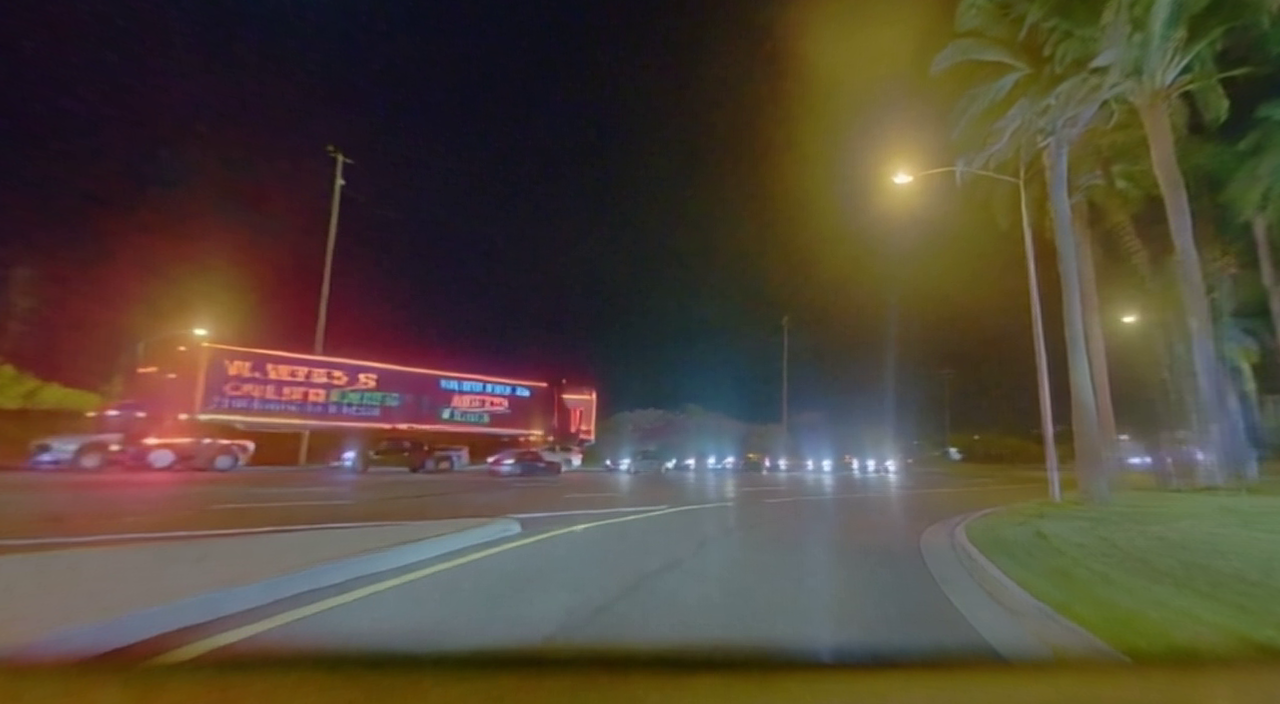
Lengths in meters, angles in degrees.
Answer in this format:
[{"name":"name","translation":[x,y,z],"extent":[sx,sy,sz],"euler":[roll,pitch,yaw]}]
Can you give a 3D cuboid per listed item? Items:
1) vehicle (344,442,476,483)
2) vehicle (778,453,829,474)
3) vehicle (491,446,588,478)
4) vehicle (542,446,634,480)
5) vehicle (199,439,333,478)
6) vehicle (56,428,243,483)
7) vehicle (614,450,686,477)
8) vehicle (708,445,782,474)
[{"name":"vehicle","translation":[-10.010,4.832,27.635],"extent":[5.112,1.593,1.865],"euler":[8,-13,-43]},{"name":"vehicle","translation":[13.010,8.795,49.733],"extent":[4.306,1.535,1.813],"euler":[9,-12,-43]},{"name":"vehicle","translation":[-5.158,5.725,32.694],"extent":[4.774,1.493,1.854],"euler":[10,-12,-44]},{"name":"vehicle","translation":[-2.527,5.467,31.149],"extent":[4.356,1.543,1.844],"euler":[9,-13,-44]},{"name":"vehicle","translation":[-19.576,5.596,33.085],"extent":[5.616,1.839,2.071],"euler":[9,-13,-44]},{"name":"vehicle","translation":[-16.575,3.488,21.408],"extent":[4.713,1.664,1.909],"euler":[7,-13,-44]},{"name":"vehicle","translation":[0.627,6.776,38.281],"extent":[4.291,1.474,1.857],"euler":[8,-15,-44]},{"name":"vehicle","translation":[7.611,7.744,45.102],"extent":[5.617,1.904,2.184],"euler":[9,-15,-43]}]
